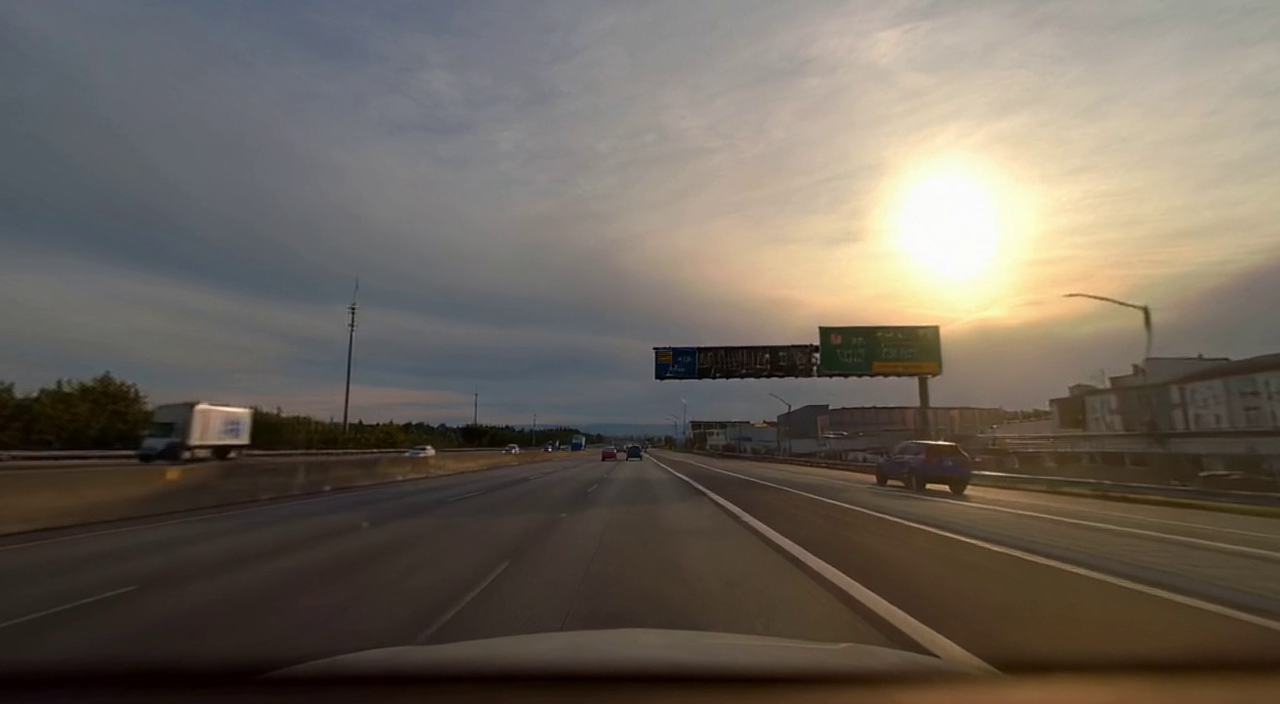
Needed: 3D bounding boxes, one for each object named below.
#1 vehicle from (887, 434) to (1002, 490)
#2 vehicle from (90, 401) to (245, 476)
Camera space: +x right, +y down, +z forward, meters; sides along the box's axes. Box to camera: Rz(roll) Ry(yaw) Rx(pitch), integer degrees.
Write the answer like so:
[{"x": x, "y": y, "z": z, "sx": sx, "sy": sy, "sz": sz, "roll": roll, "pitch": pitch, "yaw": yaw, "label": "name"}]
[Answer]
[{"x": 13.905, "y": 5.055, "z": 29.325, "sx": 2.411, "sy": 2.326, "sz": 5.300, "roll": 0, "pitch": -9, "yaw": -3, "label": "vehicle"}, {"x": -23.925, "y": 4.494, "z": 32.505, "sx": 2.745, "sy": 3.437, "sz": 6.513, "roll": 0, "pitch": -8, "yaw": 1, "label": "vehicle"}]
